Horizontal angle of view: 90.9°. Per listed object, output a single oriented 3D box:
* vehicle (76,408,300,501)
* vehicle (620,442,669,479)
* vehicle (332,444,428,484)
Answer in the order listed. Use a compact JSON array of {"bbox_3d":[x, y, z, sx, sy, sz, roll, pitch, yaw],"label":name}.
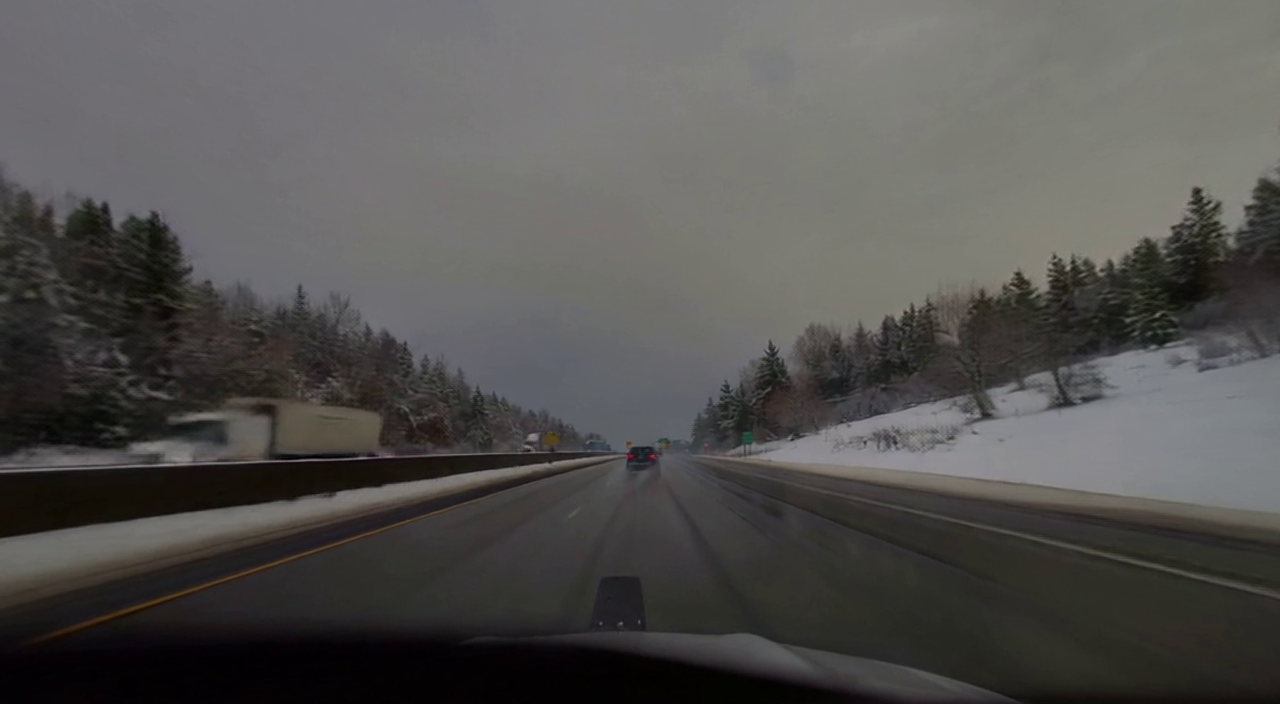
[{"bbox_3d":[-15.142,3.546,22.024,2.194,2.676,7.360,0,-9,1],"label":"vehicle"},{"bbox_3d":[0.261,5.239,30.746,2.231,1.652,4.503,0,-9,1],"label":"vehicle"},{"bbox_3d":[-11.100,4.810,27.324,2.000,1.544,4.908,0,-9,1],"label":"vehicle"}]
